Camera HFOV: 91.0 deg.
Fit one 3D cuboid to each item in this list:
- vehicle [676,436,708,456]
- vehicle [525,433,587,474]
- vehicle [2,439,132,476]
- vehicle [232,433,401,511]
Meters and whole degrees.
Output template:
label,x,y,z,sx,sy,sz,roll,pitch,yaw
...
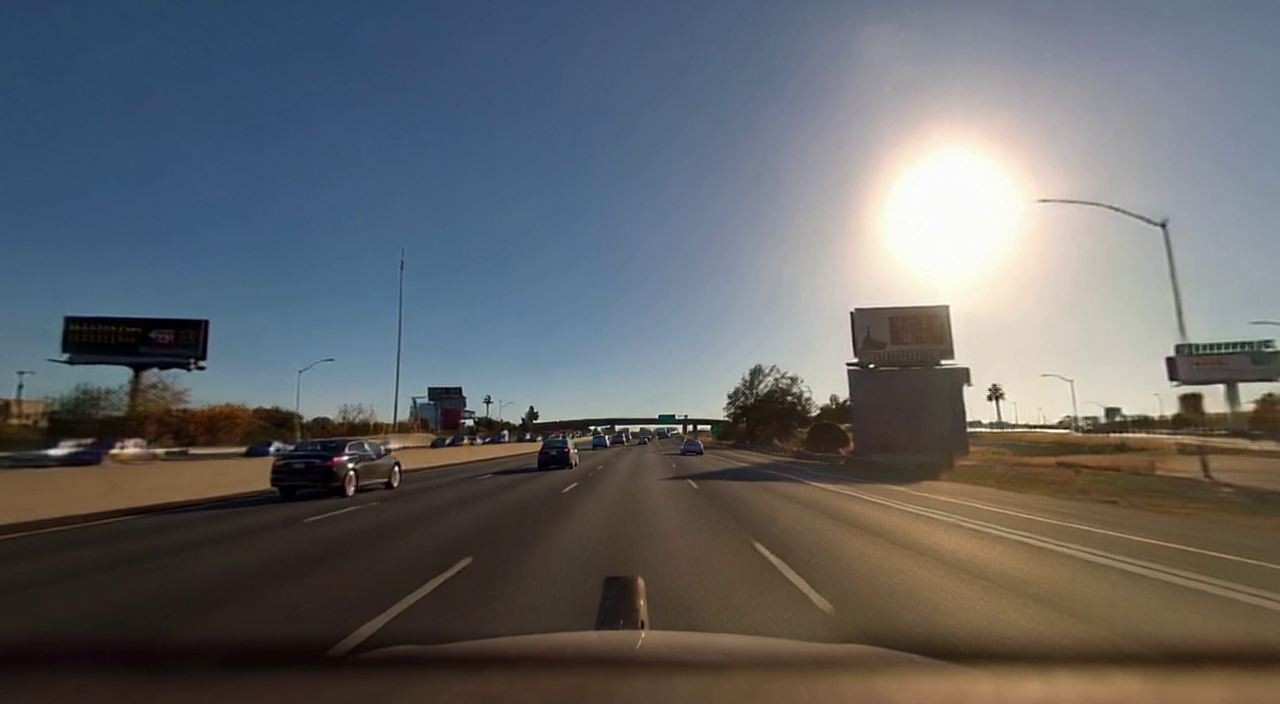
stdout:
label,x,y,z,sx,sy,sz,roll,pitch,yaw
vehicle,4.055,7.449,49.813,2.135,1.532,4.506,0,-9,0
vehicle,-3.462,4.289,26.766,2.001,1.577,4.055,0,-9,1
vehicle,-27.051,4.990,29.960,1.943,1.590,4.436,0,-9,0
vehicle,-7.156,2.670,14.413,1.865,1.518,3.620,0,-9,1
